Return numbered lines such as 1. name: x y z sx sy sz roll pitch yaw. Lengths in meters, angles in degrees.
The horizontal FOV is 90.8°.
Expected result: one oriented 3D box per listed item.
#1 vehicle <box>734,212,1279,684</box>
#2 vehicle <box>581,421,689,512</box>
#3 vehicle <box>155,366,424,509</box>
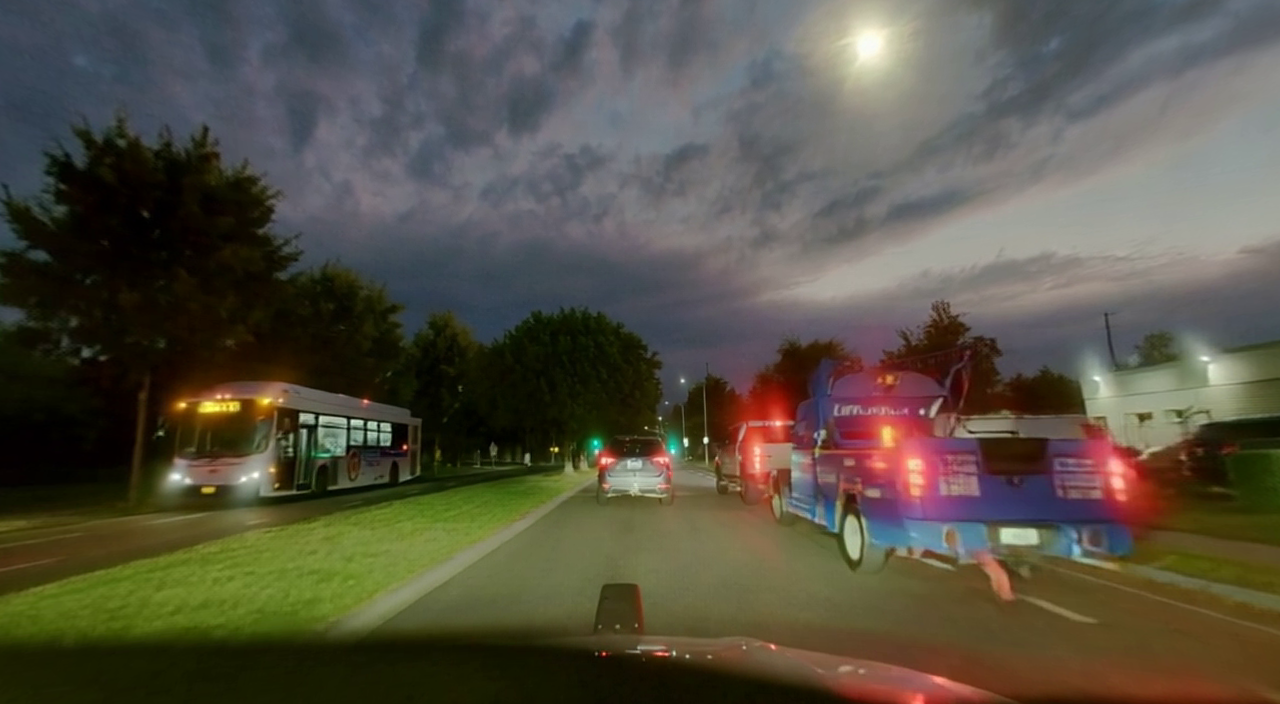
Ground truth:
1. vehicle: 3.876 1.314 9.366 3.088 3.057 10.503 0 -8 -1
2. vehicle: -0.096 2.730 15.622 2.157 1.816 5.804 0 -8 0
3. vehicle: -11.984 3.308 24.114 2.996 4.022 12.692 0 -8 0
